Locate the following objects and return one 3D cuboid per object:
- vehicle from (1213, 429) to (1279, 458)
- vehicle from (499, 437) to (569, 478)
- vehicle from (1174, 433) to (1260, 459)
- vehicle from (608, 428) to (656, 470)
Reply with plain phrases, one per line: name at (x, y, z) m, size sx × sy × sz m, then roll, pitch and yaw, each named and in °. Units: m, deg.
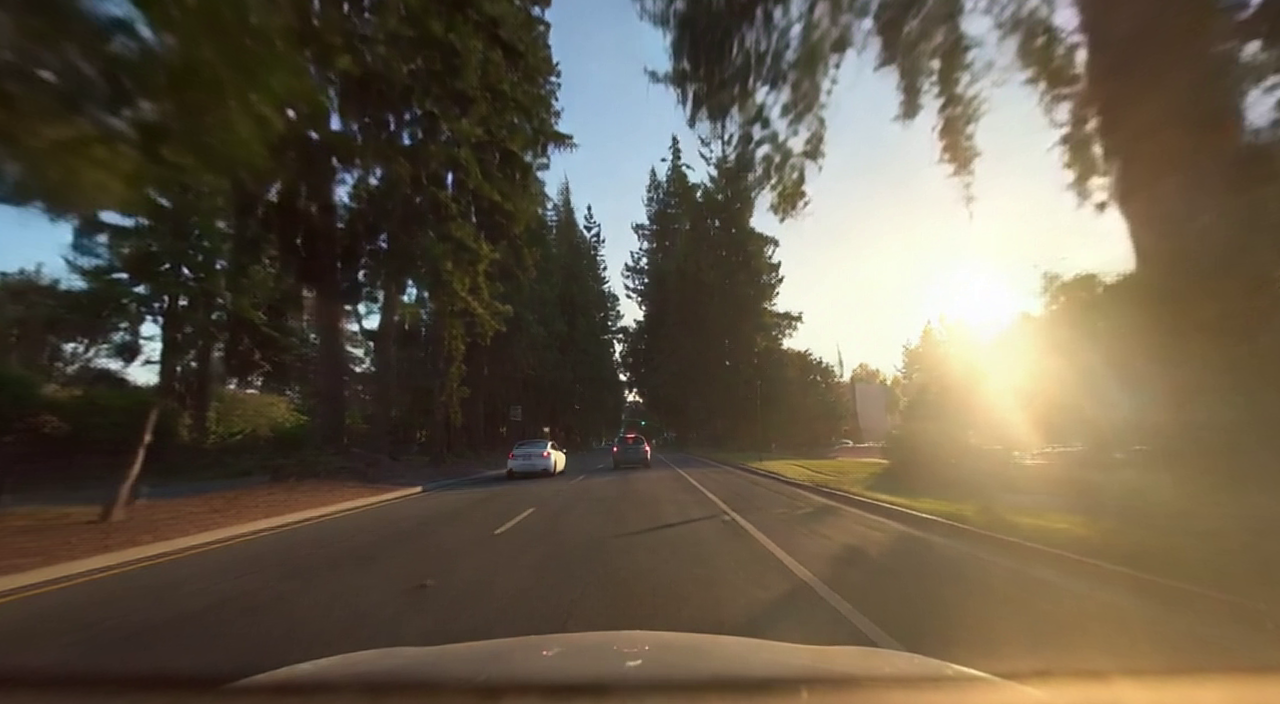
vehicle at (33.925, 4.979, 34.373) m, size 3.764 × 1.480 × 1.732 m, roll 0°, pitch -8°, yaw -2°
vehicle at (-4.002, 4.037, 24.574) m, size 1.917 × 1.448 × 4.178 m, roll 0°, pitch -8°, yaw 1°
vehicle at (33.771, 5.510, 37.028) m, size 3.531 × 1.422 × 1.598 m, roll 0°, pitch -8°, yaw -3°
vehicle at (-0.368, 4.404, 28.853) m, size 2.018 × 1.769 × 3.897 m, roll 0°, pitch -8°, yaw -1°
